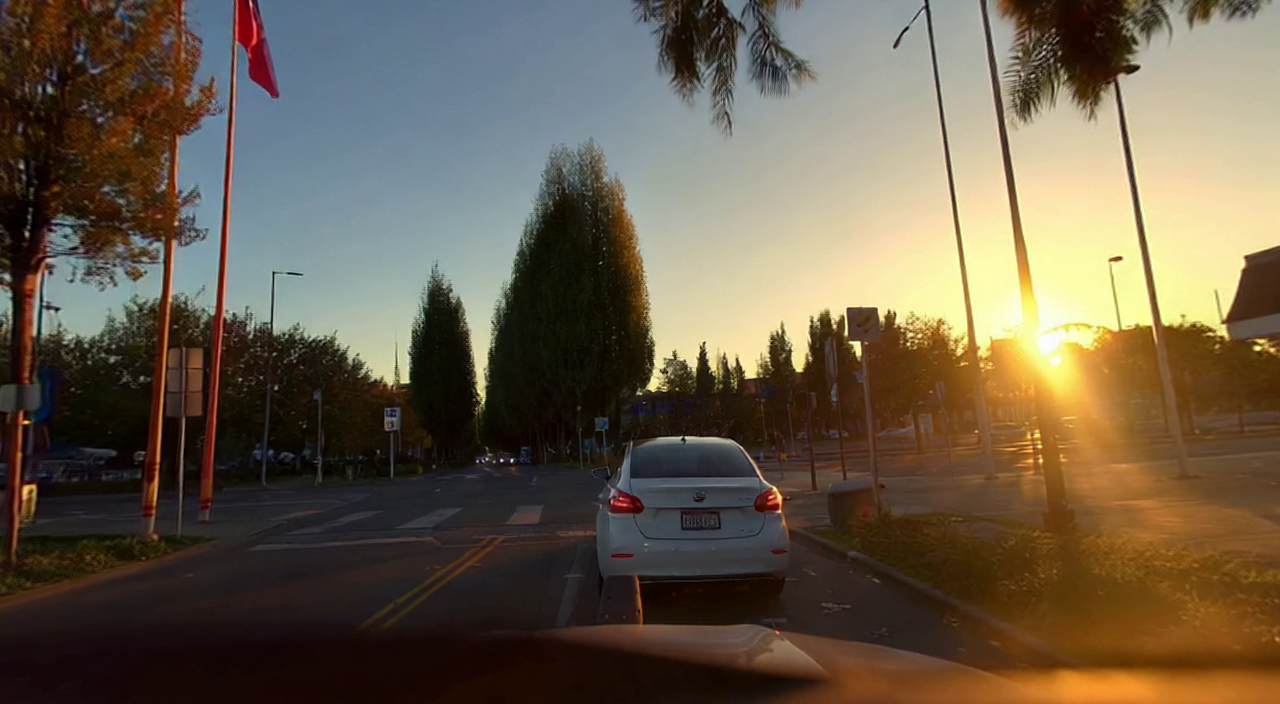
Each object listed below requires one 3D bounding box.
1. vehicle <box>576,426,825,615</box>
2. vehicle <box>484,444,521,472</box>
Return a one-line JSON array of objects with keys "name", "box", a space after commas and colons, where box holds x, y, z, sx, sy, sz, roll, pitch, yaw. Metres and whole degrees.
[{"name": "vehicle", "box": [0.386, 1.620, 6.892, 1.985, 1.463, 3.647, 0, -9, -3]}, {"name": "vehicle", "box": [-10.234, 7.880, 47.173, 2.212, 1.948, 4.537, 1, -9, -6]}]
